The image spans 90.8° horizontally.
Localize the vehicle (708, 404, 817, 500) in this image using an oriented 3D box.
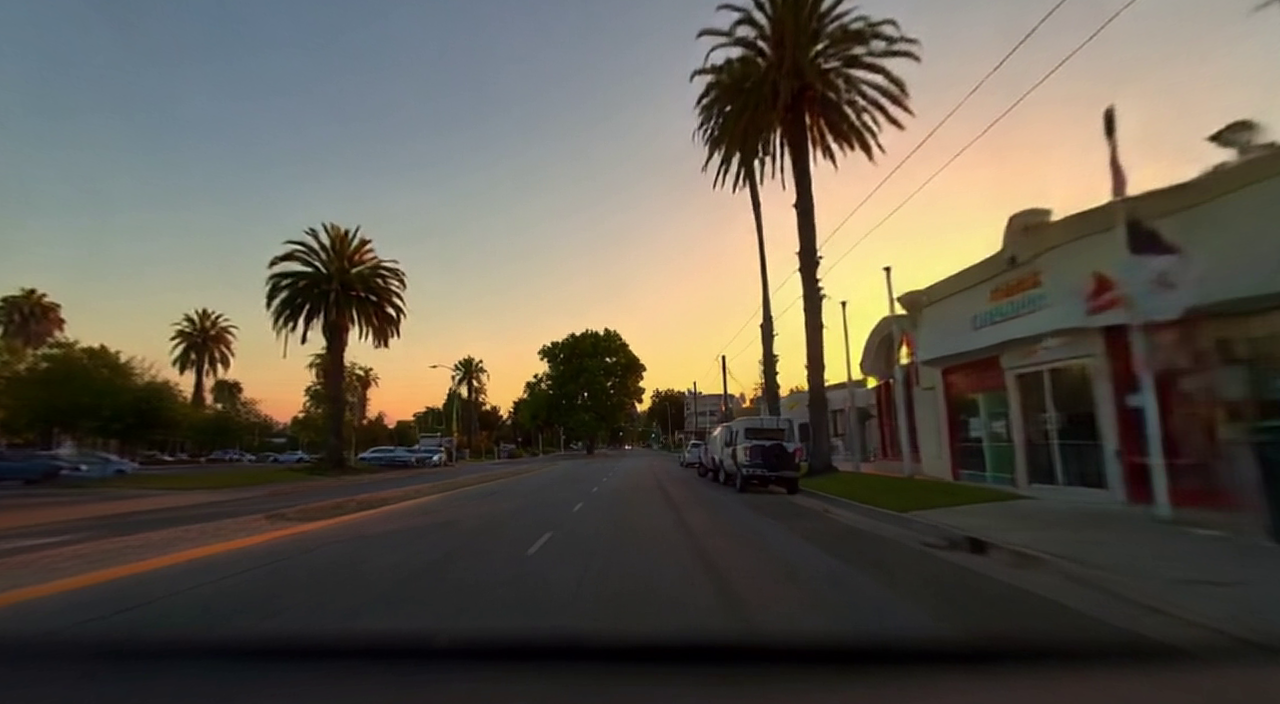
[{"bbox_3d":[3.574,3.084,19.722,2.221,2.552,5.594,0,-9,0],"label":"vehicle"}]
